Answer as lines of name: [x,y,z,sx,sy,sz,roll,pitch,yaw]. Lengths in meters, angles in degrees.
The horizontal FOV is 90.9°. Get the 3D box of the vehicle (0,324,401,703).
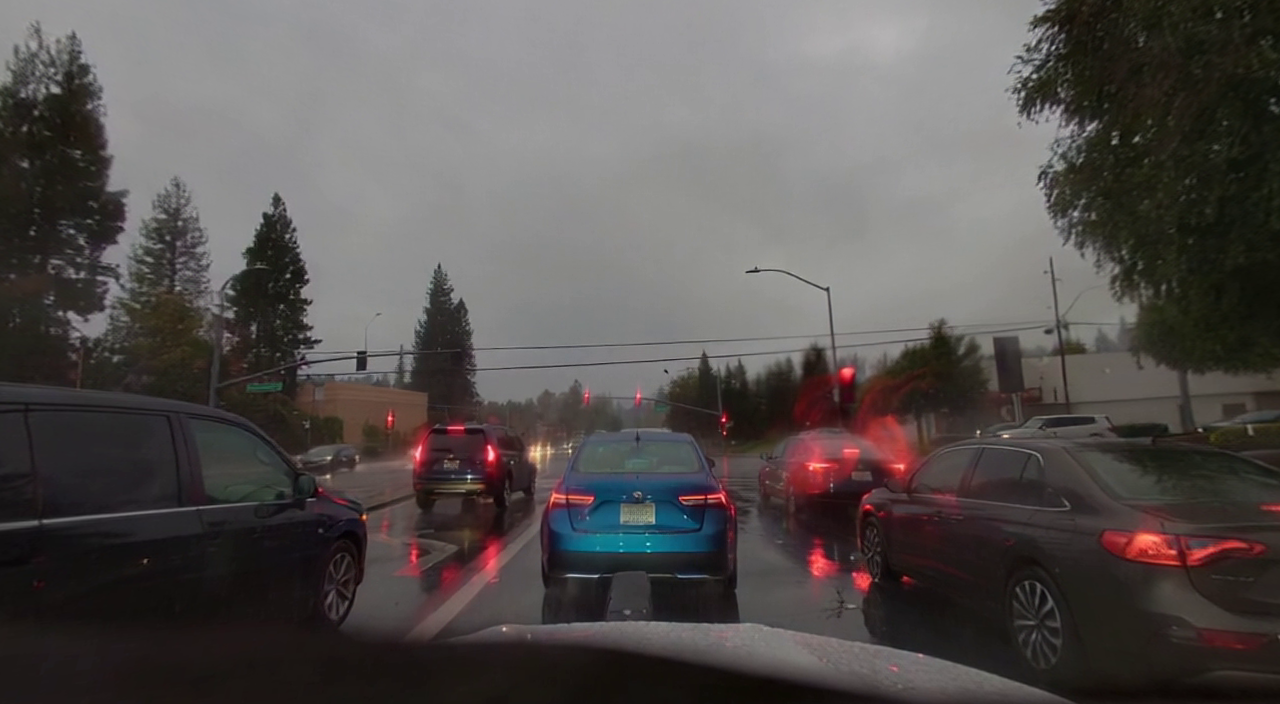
vehicle: [-3.114,0.954,3.296,1.982,1.721,4.261,0,-8,1]

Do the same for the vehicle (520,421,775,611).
vehicle: [0.025,1.597,7.051,2.021,1.490,3.948,0,-8,-1]

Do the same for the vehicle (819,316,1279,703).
vehicle: [3.215,1.108,4.798,2.141,1.833,4.704,0,-8,-2]

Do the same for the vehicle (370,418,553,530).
vehicle: [-3.186,2.300,12.479,2.117,1.772,4.619,0,-8,2]
